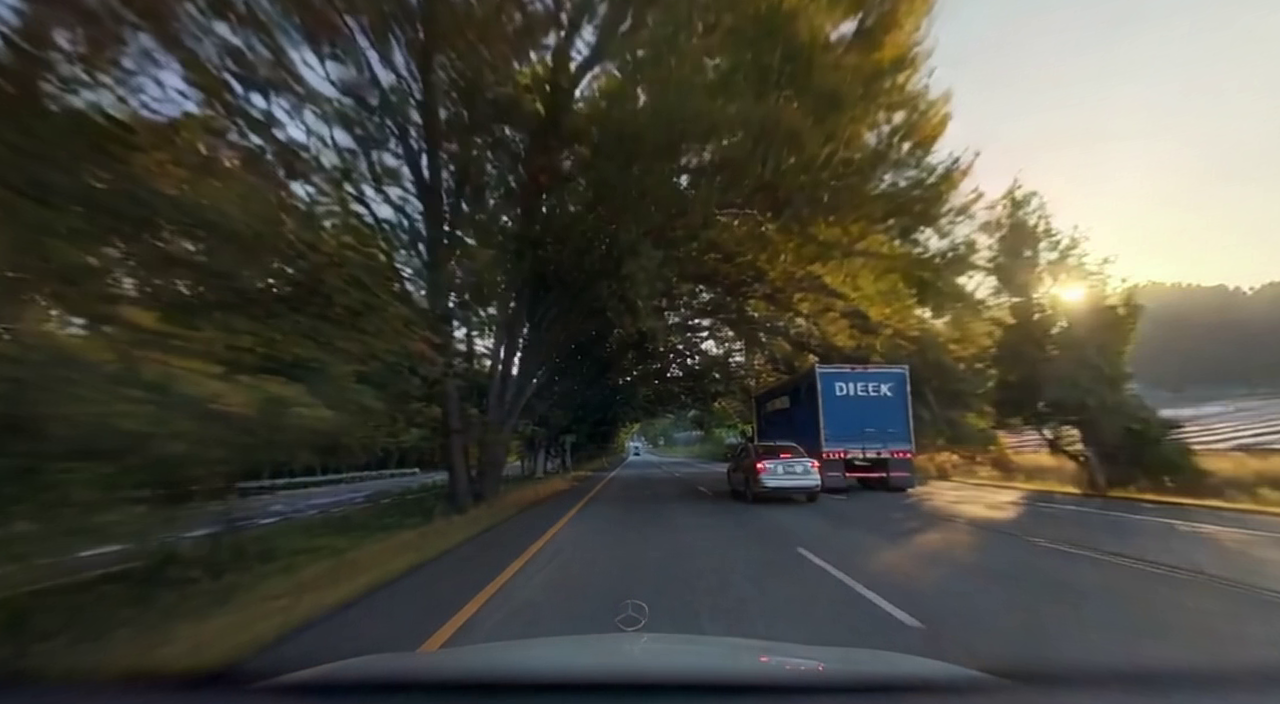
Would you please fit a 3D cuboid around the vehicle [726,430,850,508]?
[{"bbox_3d":[3.641,2.967,16.361,2.093,1.742,4.167,0,-9,-1],"label":"vehicle"}]

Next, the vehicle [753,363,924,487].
[{"bbox_3d":[7.996,3.545,28.438,3.088,4.217,14.033,0,-9,0],"label":"vehicle"}]
